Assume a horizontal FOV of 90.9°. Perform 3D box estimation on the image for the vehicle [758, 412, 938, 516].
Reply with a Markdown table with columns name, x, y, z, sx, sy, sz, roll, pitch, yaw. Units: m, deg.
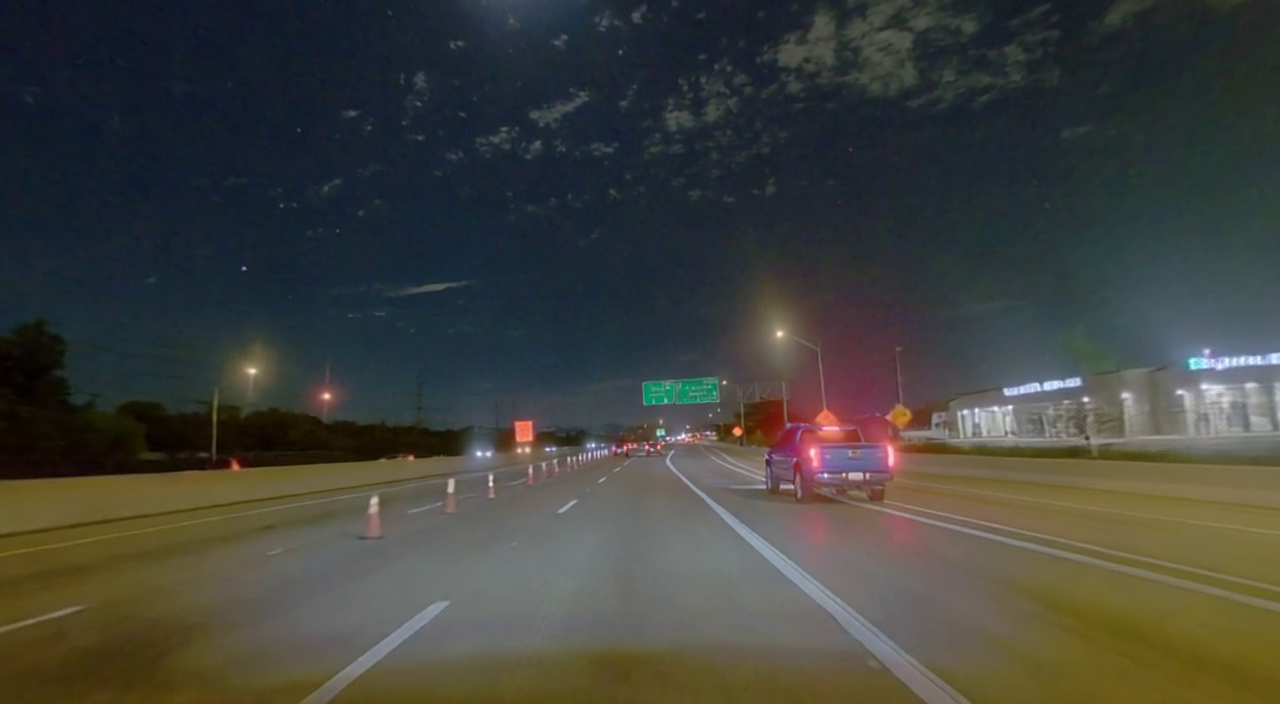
| name | x | y | z | sx | sy | sz | roll | pitch | yaw |
| --- | --- | --- | --- | --- | --- | --- | --- | --- | --- |
| vehicle | 4.233 | 2.410 | 14.021 | 2.186 | 1.840 | 5.289 | 0 | -9 | 0 |

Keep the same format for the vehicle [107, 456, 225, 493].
| name | x | y | z | sx | sy | sz | roll | pitch | yaw |
| --- | --- | --- | --- | --- | --- | --- | --- | --- | --- |
| vehicle | -23.872 | 6.179 | 32.062 | 2.018 | 1.628 | 4.996 | -1 | -9 | 1 |
